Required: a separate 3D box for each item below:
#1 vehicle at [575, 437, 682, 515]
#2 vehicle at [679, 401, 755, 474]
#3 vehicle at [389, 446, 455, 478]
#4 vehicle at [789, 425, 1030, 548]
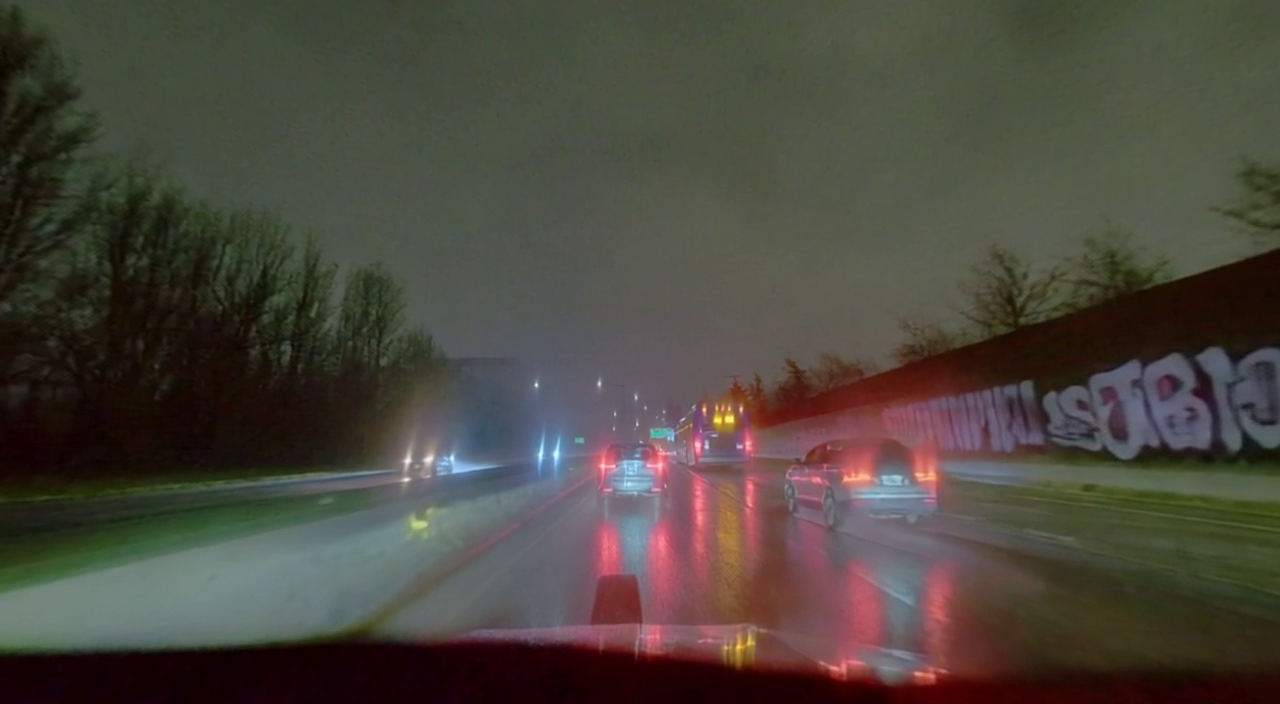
[{"bbox_3d":[-0.240,2.846,14.814,2.160,1.532,4.073,-1,-9,0],"label":"vehicle"},{"bbox_3d":[4.107,5.102,36.504,3.055,3.479,12.521,-1,-9,1],"label":"vehicle"},{"bbox_3d":[-12.556,6.360,36.419,2.090,1.680,4.456,-1,-9,2],"label":"vehicle"},{"bbox_3d":[3.859,2.002,9.883,1.995,1.507,3.915,0,-9,-1],"label":"vehicle"}]
